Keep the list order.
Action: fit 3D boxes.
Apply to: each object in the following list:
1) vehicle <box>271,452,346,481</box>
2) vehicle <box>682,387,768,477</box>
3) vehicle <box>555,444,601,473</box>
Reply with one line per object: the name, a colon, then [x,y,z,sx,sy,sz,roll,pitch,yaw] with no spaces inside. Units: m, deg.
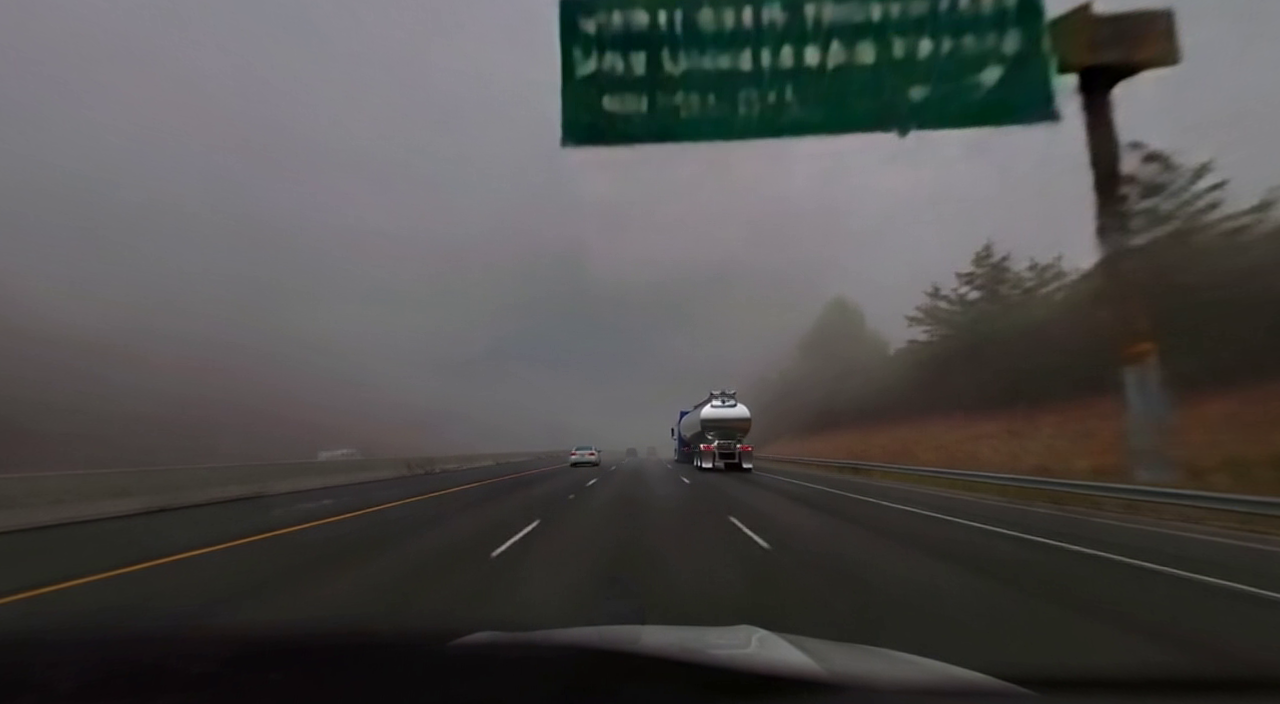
vehicle: [-19.185,6.616,36.760,1.892,1.502,4.488,0,-9,0]
vehicle: [3.874,4.054,31.207,2.759,3.734,9.708,0,-9,-1]
vehicle: [-3.297,5.764,34.472,1.986,1.458,4.506,0,-9,1]
